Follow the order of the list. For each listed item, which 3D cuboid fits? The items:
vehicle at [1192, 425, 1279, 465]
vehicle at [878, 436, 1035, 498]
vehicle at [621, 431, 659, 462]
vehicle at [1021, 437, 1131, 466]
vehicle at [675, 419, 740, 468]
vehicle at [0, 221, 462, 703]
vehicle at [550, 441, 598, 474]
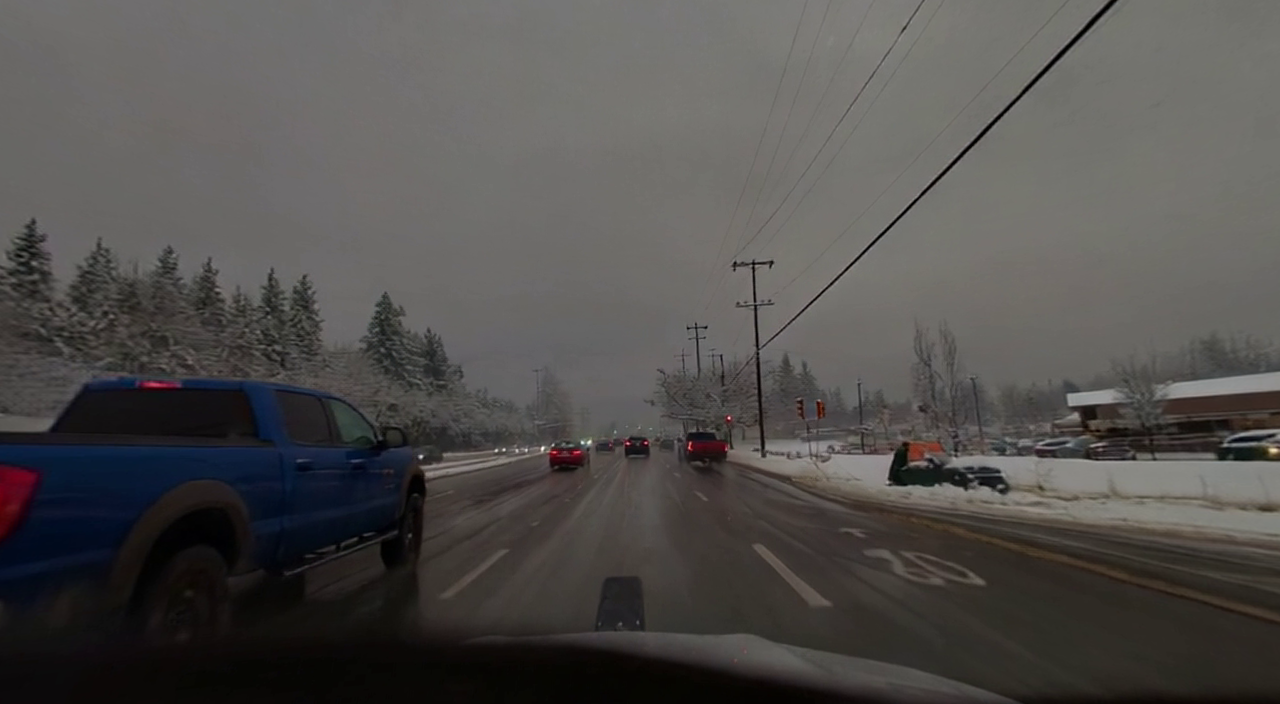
[{"bbox_3d":[27.867,4.138,28.022,2.012,1.701,4.524,5,-10,-32],"label":"vehicle"},{"bbox_3d":[9.369,3.407,19.192,2.010,1.633,4.246,1,-9,-11],"label":"vehicle"},{"bbox_3d":[0.004,7.041,47.084,2.643,2.145,5.585,0,-8,0],"label":"vehicle"},{"bbox_3d":[23.357,5.384,34.101,1.973,1.436,4.626,2,-9,-15],"label":"vehicle"},{"bbox_3d":[4.012,5.695,39.258,2.905,2.636,6.895,-2,-9,-2],"label":"vehicle"},{"bbox_3d":[-3.620,1.009,5.371,2.402,2.194,6.051,0,-8,0],"label":"vehicle"},{"bbox_3d":[-3.169,5.171,31.209,1.939,1.494,4.499,0,-8,0],"label":"vehicle"}]
